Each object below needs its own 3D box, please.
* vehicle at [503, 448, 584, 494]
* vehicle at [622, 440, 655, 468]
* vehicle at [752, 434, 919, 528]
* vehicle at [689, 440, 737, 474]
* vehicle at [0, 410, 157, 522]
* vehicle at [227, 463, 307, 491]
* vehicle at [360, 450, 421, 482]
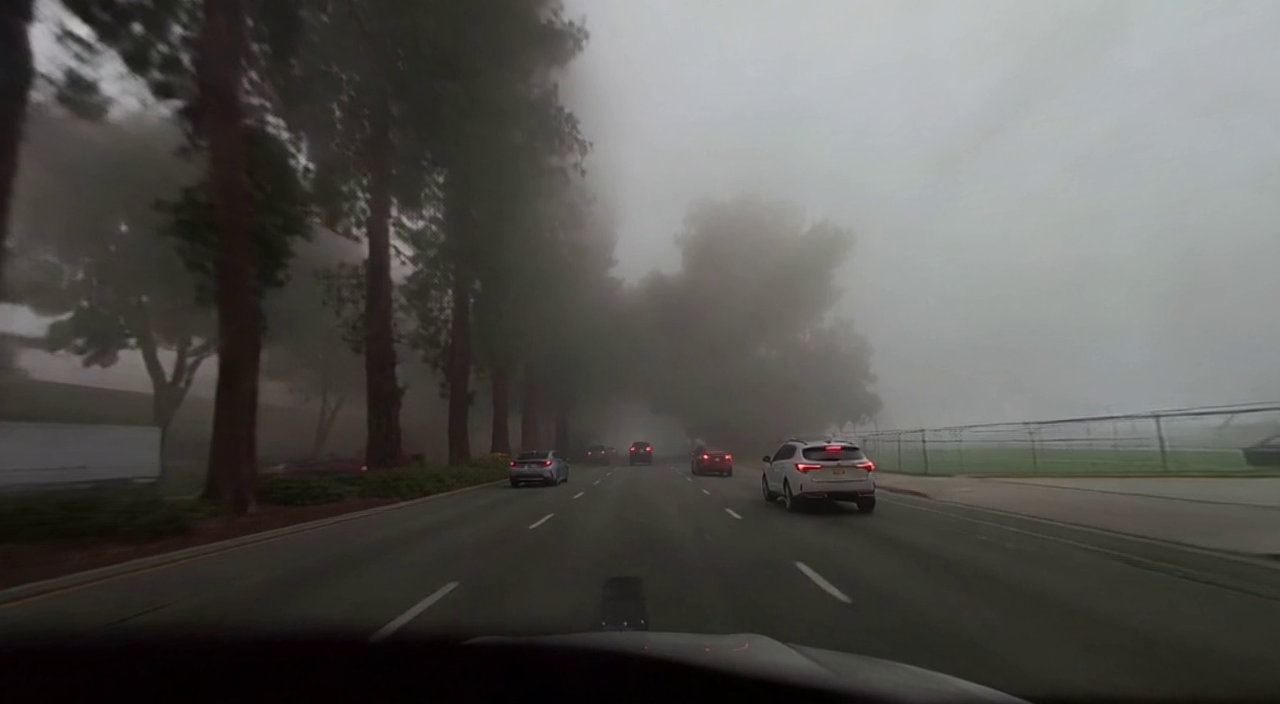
[{"bbox_3d":[-3.050,3.842,20.782,2.013,1.354,3.908,0,-9,0],"label":"vehicle"},{"bbox_3d":[-0.137,7.226,44.946,2.247,1.882,4.603,0,-9,-1],"label":"vehicle"},{"bbox_3d":[3.564,2.424,12.422,1.919,1.502,4.232,0,-9,0],"label":"vehicle"},{"bbox_3d":[3.846,5.617,34.008,1.980,1.709,4.367,0,-9,-1],"label":"vehicle"},{"bbox_3d":[-22.986,4.042,22.530,2.833,3.735,11.042,0,-8,-1],"label":"vehicle"},{"bbox_3d":[-22.535,7.549,38.299,1.908,1.483,4.835,0,-9,0],"label":"vehicle"},{"bbox_3d":[-16.334,7.465,41.603,2.011,1.892,4.711,0,-8,1],"label":"vehicle"}]
